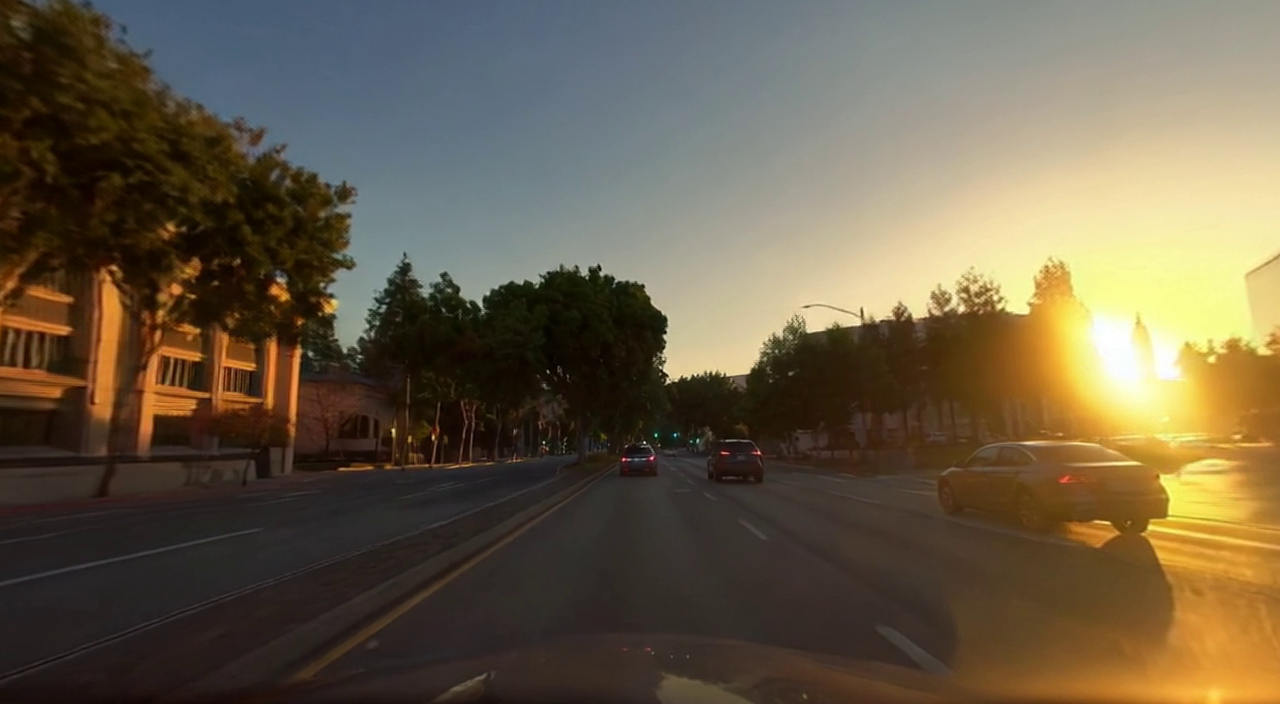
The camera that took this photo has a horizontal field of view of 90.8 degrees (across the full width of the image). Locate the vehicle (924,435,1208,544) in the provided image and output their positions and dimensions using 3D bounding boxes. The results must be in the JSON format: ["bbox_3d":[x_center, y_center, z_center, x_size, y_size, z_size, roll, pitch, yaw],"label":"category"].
[{"bbox_3d":[6.836,2.214,10.869,1.868,1.472,4.274,0,-9,-1],"label":"vehicle"}]

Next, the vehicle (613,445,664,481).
[{"bbox_3d":[-0.061,4.798,27.622,2.054,1.446,3.969,0,-9,0],"label":"vehicle"}]

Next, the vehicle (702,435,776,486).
[{"bbox_3d":[3.643,4.096,24.114,2.036,1.757,4.300,0,-9,-1],"label":"vehicle"}]
